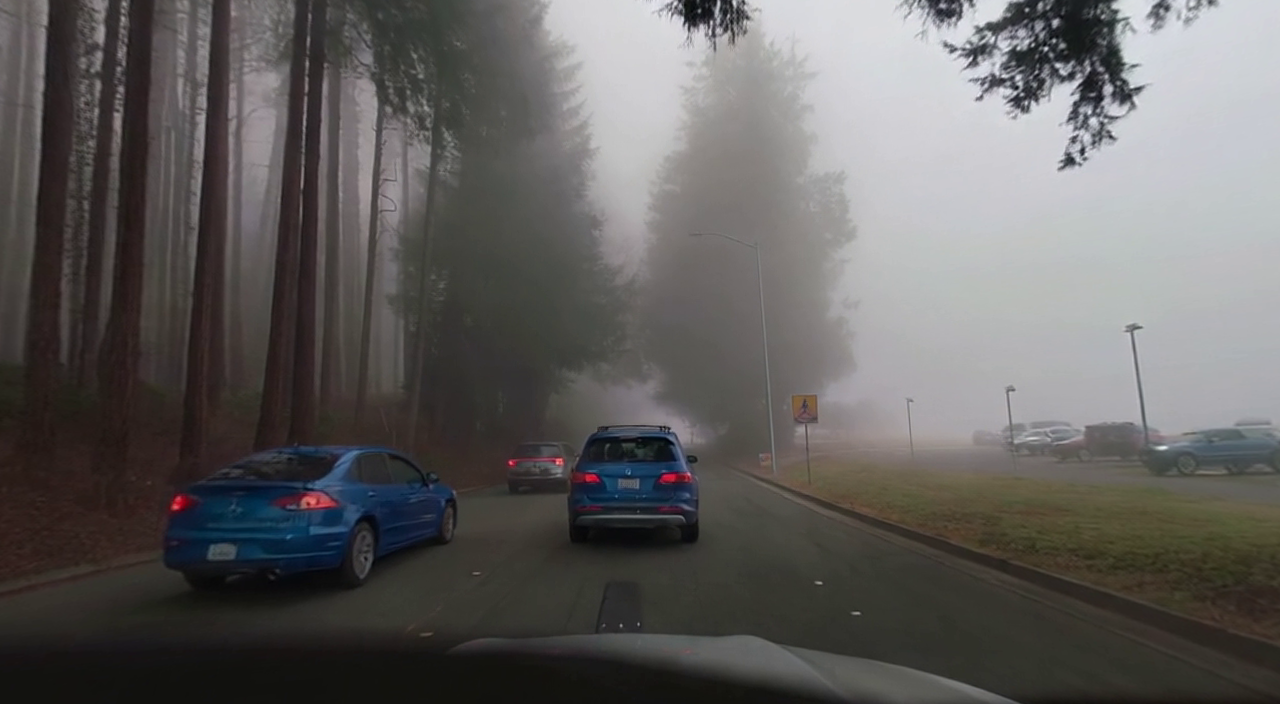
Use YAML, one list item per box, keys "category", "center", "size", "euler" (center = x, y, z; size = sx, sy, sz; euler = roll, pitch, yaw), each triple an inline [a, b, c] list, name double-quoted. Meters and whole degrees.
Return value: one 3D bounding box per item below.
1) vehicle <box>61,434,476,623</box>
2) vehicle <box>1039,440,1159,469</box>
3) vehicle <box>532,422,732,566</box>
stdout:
- category: "vehicle"
  center: [-3.531, 1.717, 7.257]
  size: [1.922, 1.464, 4.424]
  euler: [0, -8, 3]
- category: "vehicle"
  center: [28.319, 6.310, 39.084]
  size: [5.955, 1.702, 2.166]
  euler: [1, -8, -6]
- category: "vehicle"
  center: [-0.079, 1.881, 9.083]
  size: [2.229, 1.591, 3.897]
  euler: [0, -8, 0]
